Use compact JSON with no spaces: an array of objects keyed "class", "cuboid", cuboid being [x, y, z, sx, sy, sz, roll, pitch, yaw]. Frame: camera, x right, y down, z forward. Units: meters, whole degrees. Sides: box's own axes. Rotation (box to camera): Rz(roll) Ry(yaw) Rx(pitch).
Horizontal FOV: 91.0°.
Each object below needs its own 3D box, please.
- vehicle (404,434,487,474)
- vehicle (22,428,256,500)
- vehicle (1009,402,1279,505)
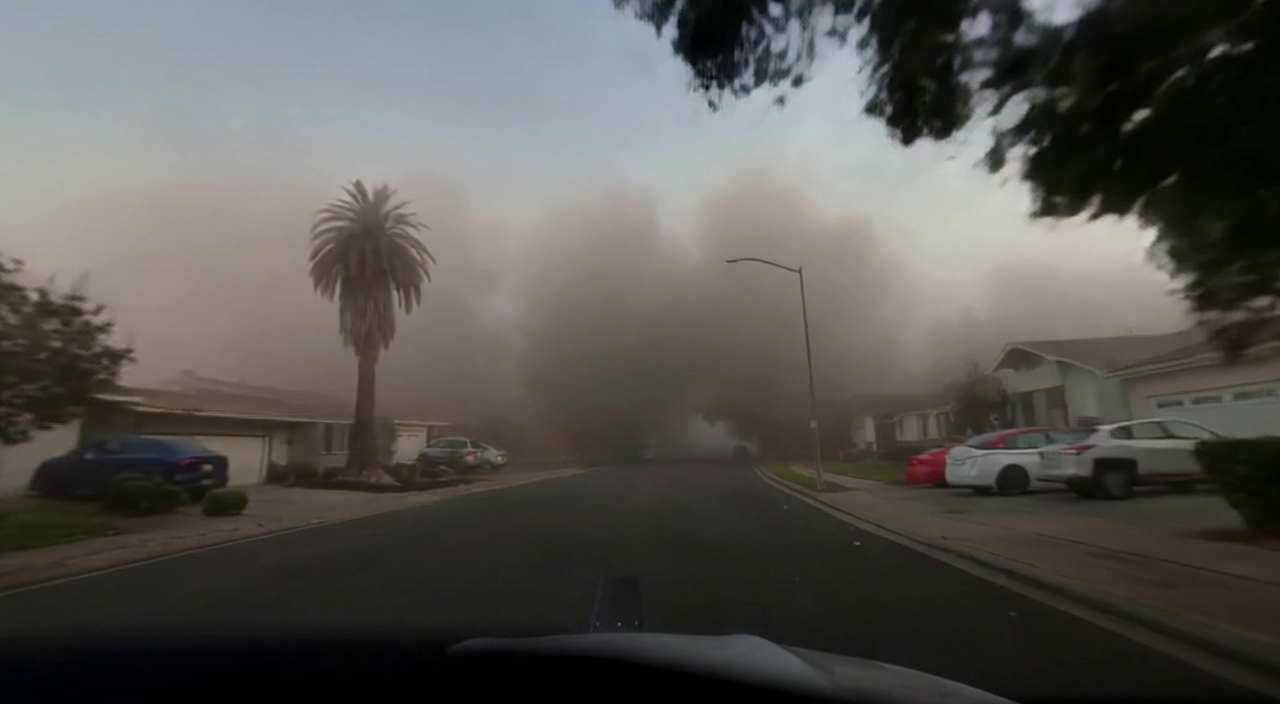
[{"class":"vehicle","cuboid":[-10.980,5.804,35.740,3.918,1.719,1.988,-3,-21,3]},{"class":"vehicle","cuboid":[-13.401,2.977,16.970,5.015,1.746,1.968,-2,-9,10]},{"class":"vehicle","cuboid":[10.721,2.045,12.844,5.050,1.896,2.041,0,-9,-2]}]
